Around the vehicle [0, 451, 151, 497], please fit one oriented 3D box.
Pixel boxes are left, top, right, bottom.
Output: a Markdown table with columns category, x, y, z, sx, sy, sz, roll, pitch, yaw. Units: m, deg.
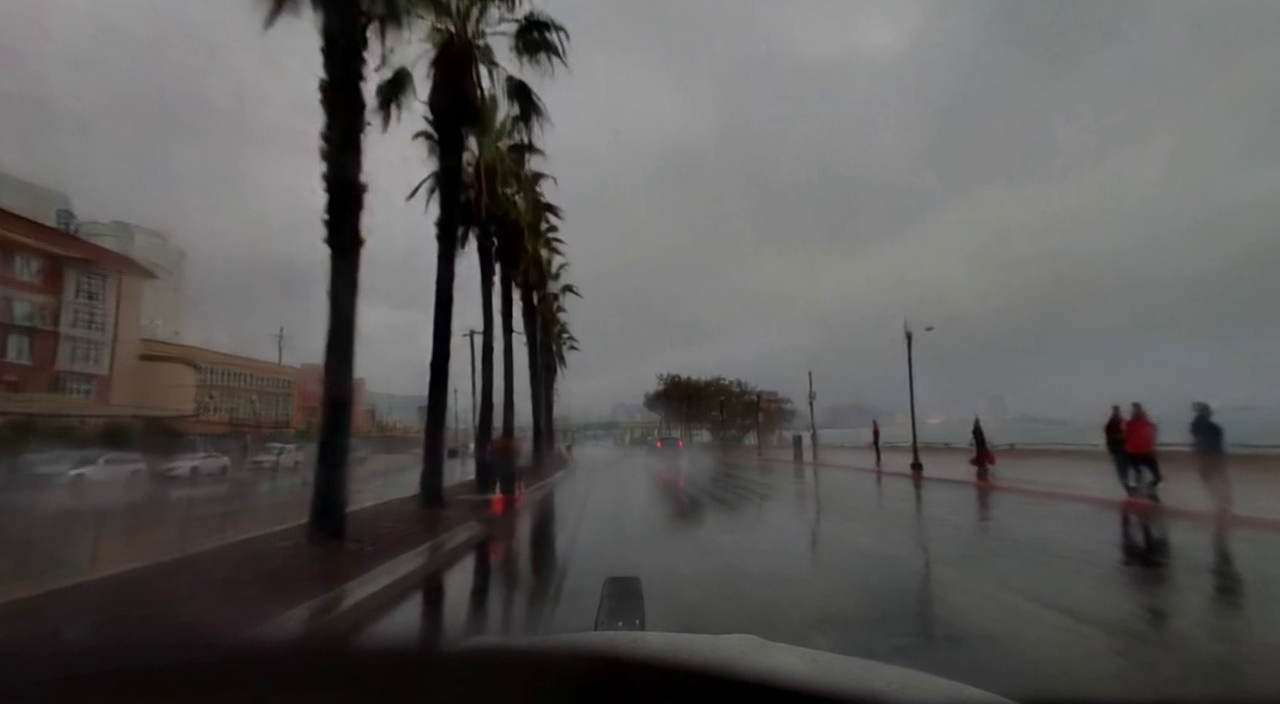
| category | x | y | z | sx | sy | sz | roll | pitch | yaw |
| --- | --- | --- | --- | --- | --- | --- | --- | --- | --- |
| vehicle | -21.779 | 4.635 | 24.492 | 1.866 | 1.553 | 4.835 | 0 | -8 | -2 |

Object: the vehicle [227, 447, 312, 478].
| category | x | y | z | sx | sy | sz | roll | pitch | yaw |
| --- | --- | --- | --- | --- | --- | --- | --- | --- | --- |
| vehicle | -22.001 | 6.566 | 37.807 | 2.285 | 1.689 | 4.968 | 0 | -8 | -4 |

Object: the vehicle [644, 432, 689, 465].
| category | x | y | z | sx | sy | sz | roll | pitch | yaw |
| --- | --- | --- | --- | --- | --- | --- | --- | --- | --- |
| vehicle | 1.659 | 6.468 | 42.586 | 2.284 | 2.010 | 6.670 | 0 | -8 | -4 |
